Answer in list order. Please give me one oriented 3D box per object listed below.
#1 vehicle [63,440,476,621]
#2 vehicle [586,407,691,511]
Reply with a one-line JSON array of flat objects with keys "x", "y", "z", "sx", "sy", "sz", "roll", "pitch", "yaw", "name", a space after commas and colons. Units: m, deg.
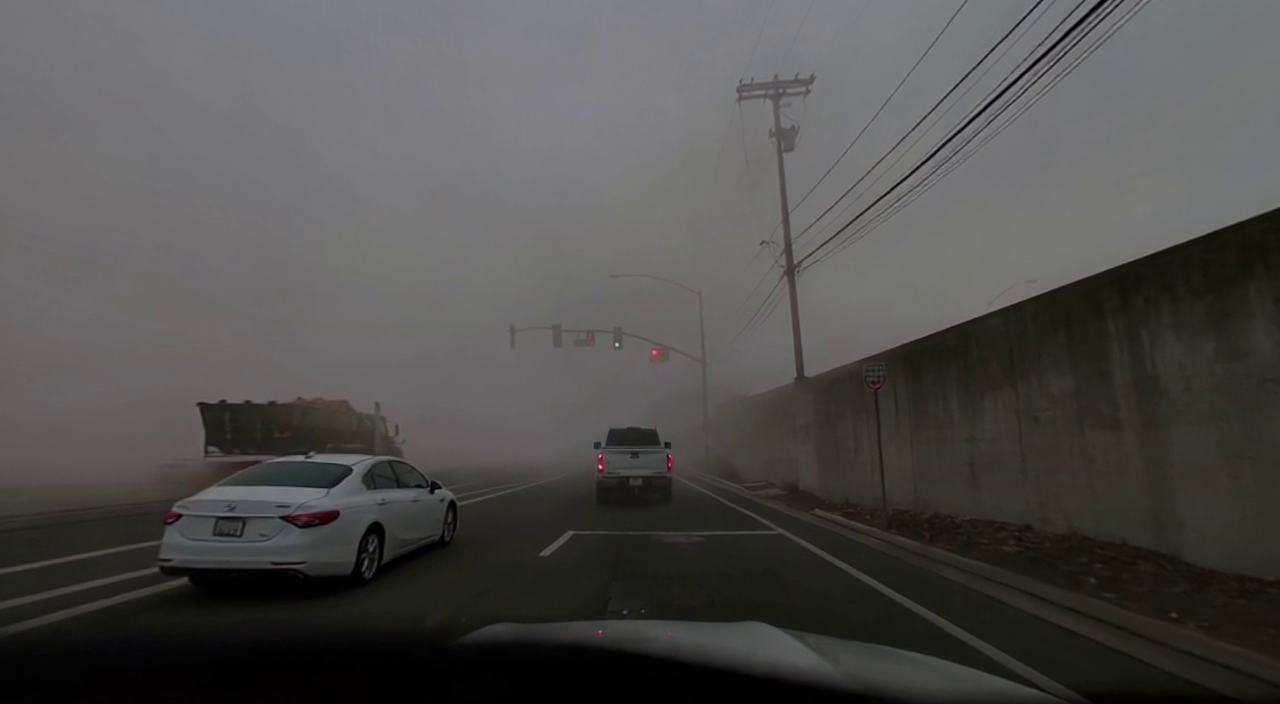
[{"x": -3.748, "y": 1.863, "z": 7.788, "sx": 2.019, "sy": 1.480, "sz": 4.966, "roll": 0, "pitch": -9, "yaw": 1, "name": "vehicle"}, {"x": -0.035, "y": 2.798, "z": 16.878, "sx": 2.355, "sy": 2.305, "sz": 5.336, "roll": 0, "pitch": -9, "yaw": 0, "name": "vehicle"}]
